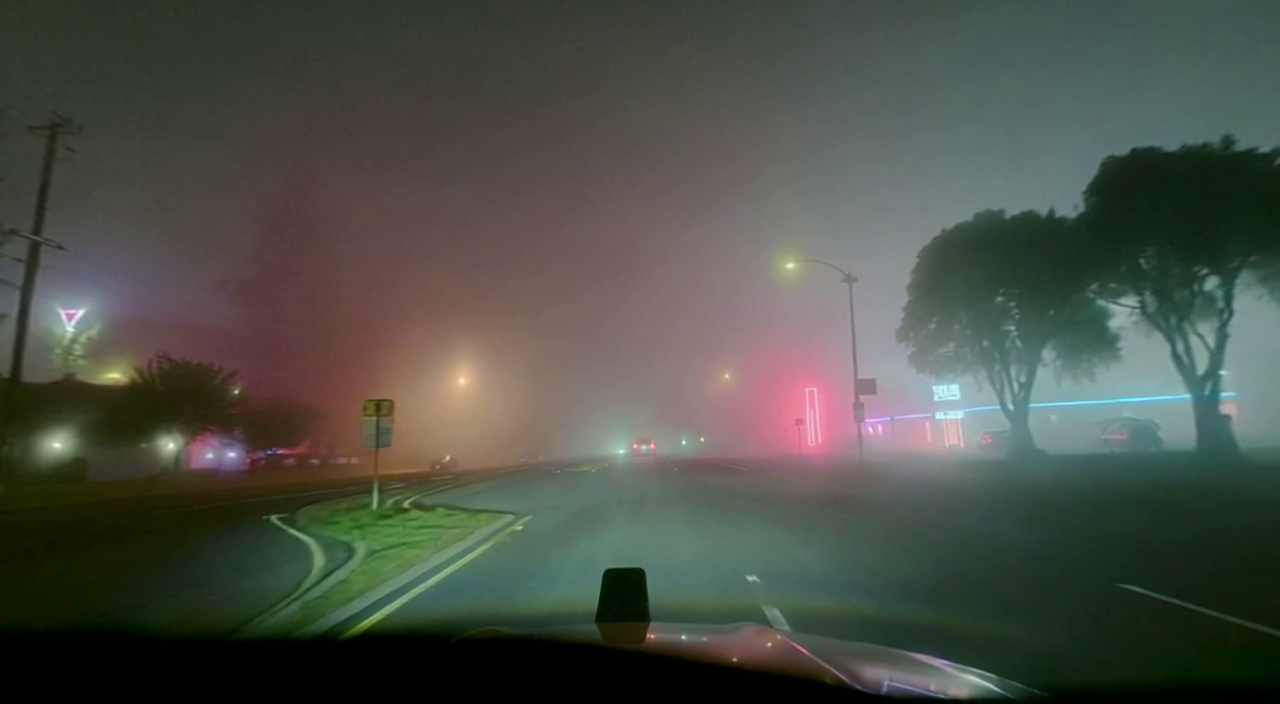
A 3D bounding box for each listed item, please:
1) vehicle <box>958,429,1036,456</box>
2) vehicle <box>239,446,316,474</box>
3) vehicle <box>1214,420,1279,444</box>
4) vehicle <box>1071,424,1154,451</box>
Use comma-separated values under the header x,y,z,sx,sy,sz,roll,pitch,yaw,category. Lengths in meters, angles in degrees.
x,y,z,sx,sy,sz,roll,pitch,yaw,category
22.376,5.711,39.779,2.009,1.533,5.047,0,-8,0,vehicle
-26.328,7.805,45.825,4.633,1.923,2.074,5,-10,-34,vehicle
42.034,5.461,42.700,1.921,1.510,4.683,0,-8,2,vehicle
29.831,5.467,39.970,1.854,1.604,4.333,0,-8,0,vehicle
